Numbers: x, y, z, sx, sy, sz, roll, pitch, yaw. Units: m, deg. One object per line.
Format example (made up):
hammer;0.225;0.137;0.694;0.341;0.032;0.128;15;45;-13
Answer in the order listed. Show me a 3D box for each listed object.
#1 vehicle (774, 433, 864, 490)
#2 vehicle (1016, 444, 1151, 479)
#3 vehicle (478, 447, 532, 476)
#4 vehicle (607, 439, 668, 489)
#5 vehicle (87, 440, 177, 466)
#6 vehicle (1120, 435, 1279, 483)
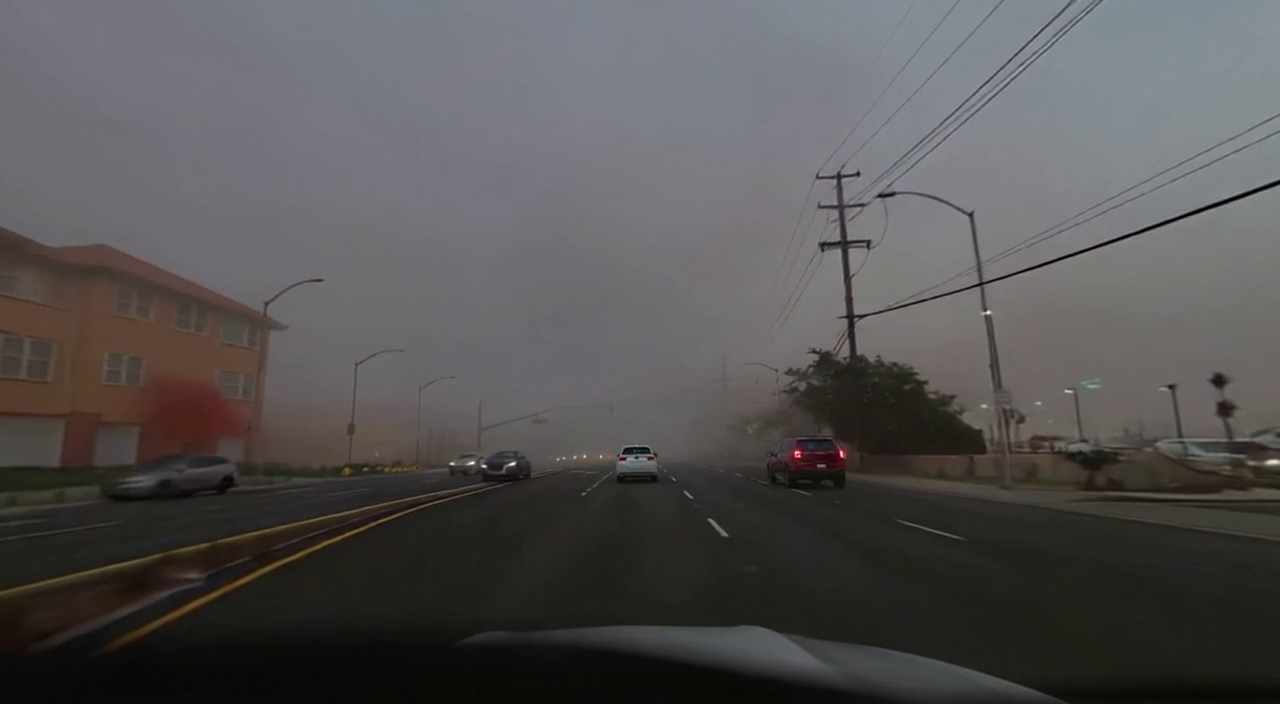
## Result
vehicle;6.540;4.061;23.596;2.061;1.889;4.268;0;-9;0
vehicle;18.712;4.626;26.709;4.165;1.386;1.999;0;-9;0
vehicle;-7.518;6.140;35.555;2.056;1.522;4.292;0;-9;1
vehicle;-0.091;4.261;24.243;2.138;1.702;4.168;0;-9;0
vehicle;-38.852;7.744;48.427;2.135;1.897;5.780;0;-8;0
vehicle;19.114;3.571;21.091;4.415;1.519;1.907;0;-9;2
